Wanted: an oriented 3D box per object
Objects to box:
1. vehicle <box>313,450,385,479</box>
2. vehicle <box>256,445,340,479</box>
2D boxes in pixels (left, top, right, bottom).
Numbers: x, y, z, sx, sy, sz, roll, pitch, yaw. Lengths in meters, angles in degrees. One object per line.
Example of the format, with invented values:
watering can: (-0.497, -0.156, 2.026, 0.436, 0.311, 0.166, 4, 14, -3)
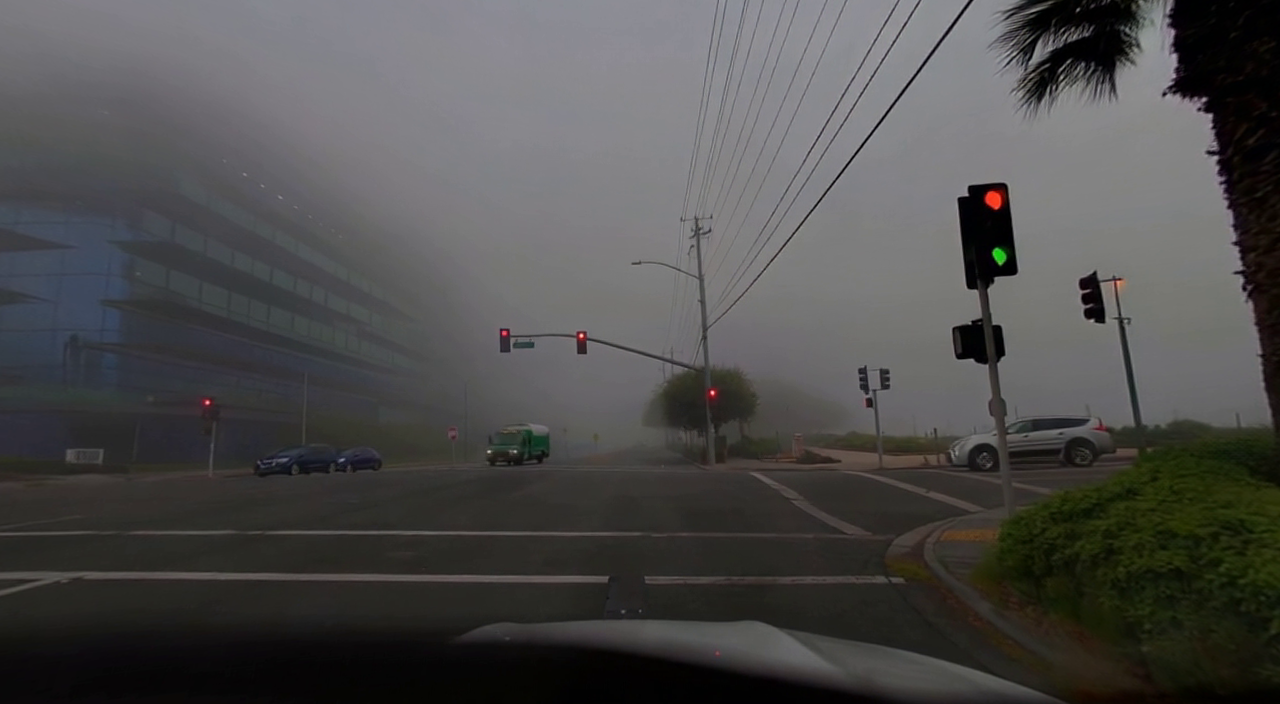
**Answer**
vehicle: (-15.362, 5.927, 33.482, 1.875, 1.389, 3.784, 0, -9, 3)
vehicle: (-19.080, 6.117, 35.369, 2.017, 1.739, 4.569, 0, -9, 2)
